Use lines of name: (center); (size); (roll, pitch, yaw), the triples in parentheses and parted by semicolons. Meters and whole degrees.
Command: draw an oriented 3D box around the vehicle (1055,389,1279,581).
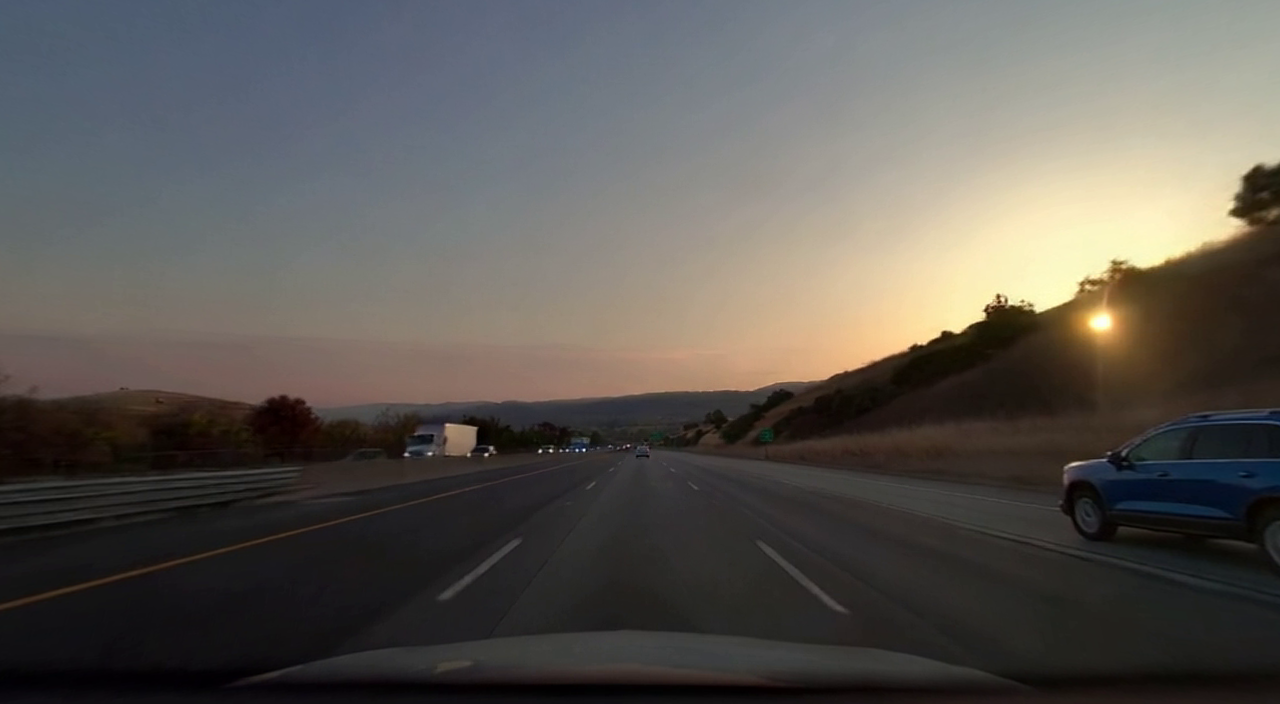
vehicle: (7.323, 1.391, 6.764); (2.186, 1.848, 5.136); (0, -9, 0)

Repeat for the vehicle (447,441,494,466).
vehicle: (-12.771, 7.696, 47.808); (2.080, 1.752, 4.892); (0, -9, 2)
